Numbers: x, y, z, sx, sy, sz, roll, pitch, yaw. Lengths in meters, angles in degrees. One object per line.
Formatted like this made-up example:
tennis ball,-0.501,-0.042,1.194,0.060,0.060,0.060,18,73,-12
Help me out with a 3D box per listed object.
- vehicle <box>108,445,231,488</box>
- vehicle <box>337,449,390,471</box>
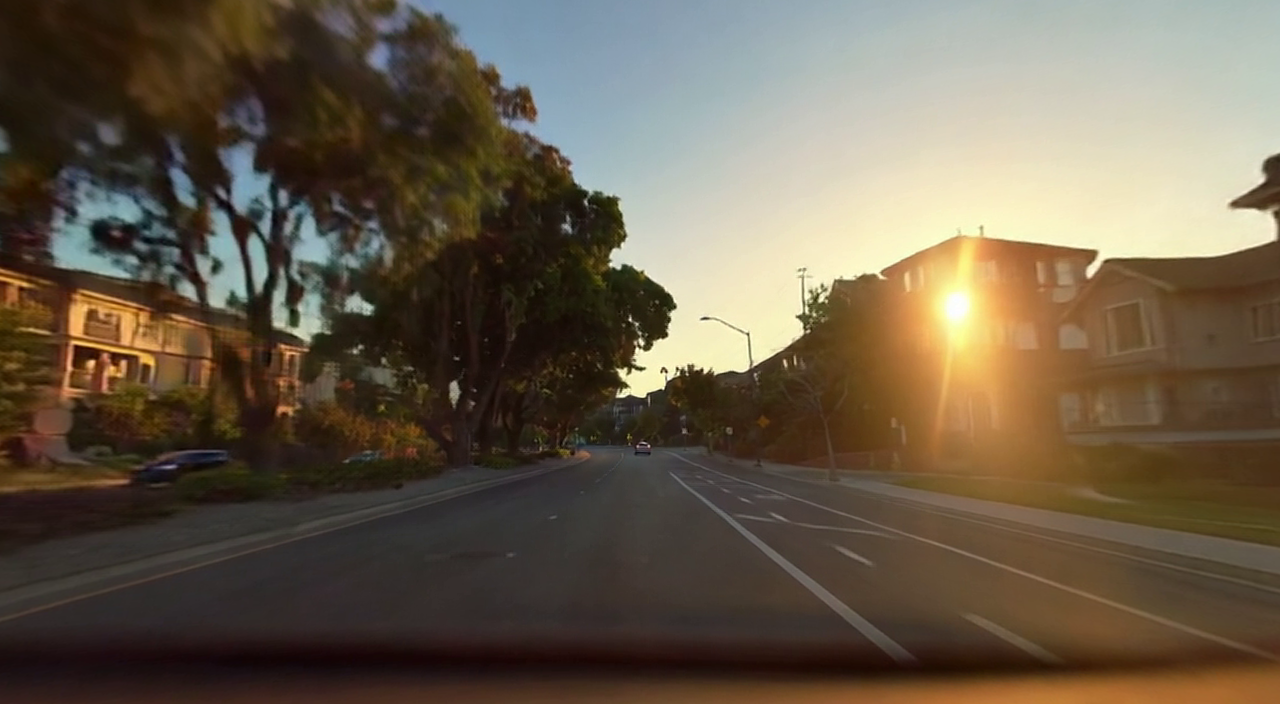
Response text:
vehicle,-20.211,4.907,27.446,1.887,1.664,4.491,-1,-8,0
vehicle,-20.182,7.880,46.337,1.834,1.464,4.490,0,-8,0
